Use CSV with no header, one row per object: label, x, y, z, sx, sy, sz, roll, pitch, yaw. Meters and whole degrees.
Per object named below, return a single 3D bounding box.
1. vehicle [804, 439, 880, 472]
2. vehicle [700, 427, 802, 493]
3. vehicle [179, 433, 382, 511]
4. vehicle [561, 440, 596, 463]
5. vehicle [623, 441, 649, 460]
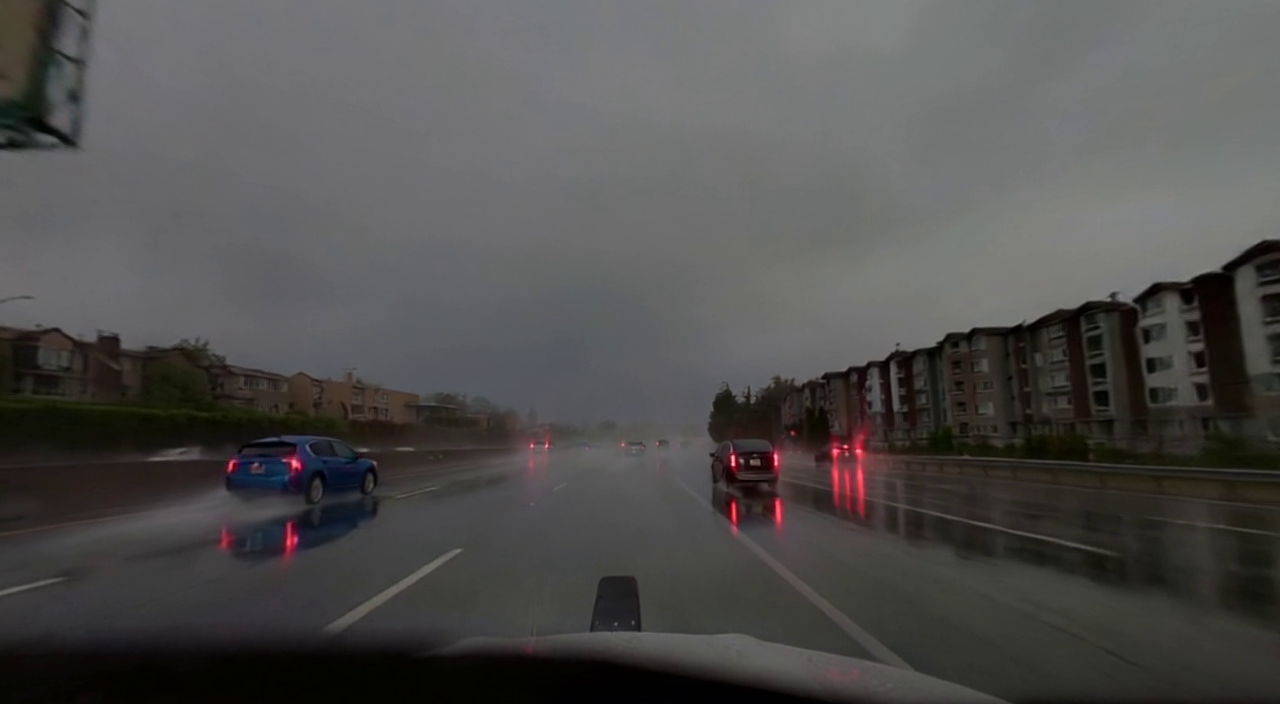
vehicle,9.632,4.944,30.470,2.061,1.459,4.273,1,-8,-3
vehicle,3.101,3.122,18.587,2.080,1.694,4.286,0,-8,-2
vehicle,-7.888,2.664,14.526,2.021,1.496,4.495,0,-8,0
vehicle,-4.218,6.889,43.798,2.002,1.466,4.378,0,-8,0
vehicle,-0.324,7.787,49.946,1.992,1.431,4.055,0,-8,-1
